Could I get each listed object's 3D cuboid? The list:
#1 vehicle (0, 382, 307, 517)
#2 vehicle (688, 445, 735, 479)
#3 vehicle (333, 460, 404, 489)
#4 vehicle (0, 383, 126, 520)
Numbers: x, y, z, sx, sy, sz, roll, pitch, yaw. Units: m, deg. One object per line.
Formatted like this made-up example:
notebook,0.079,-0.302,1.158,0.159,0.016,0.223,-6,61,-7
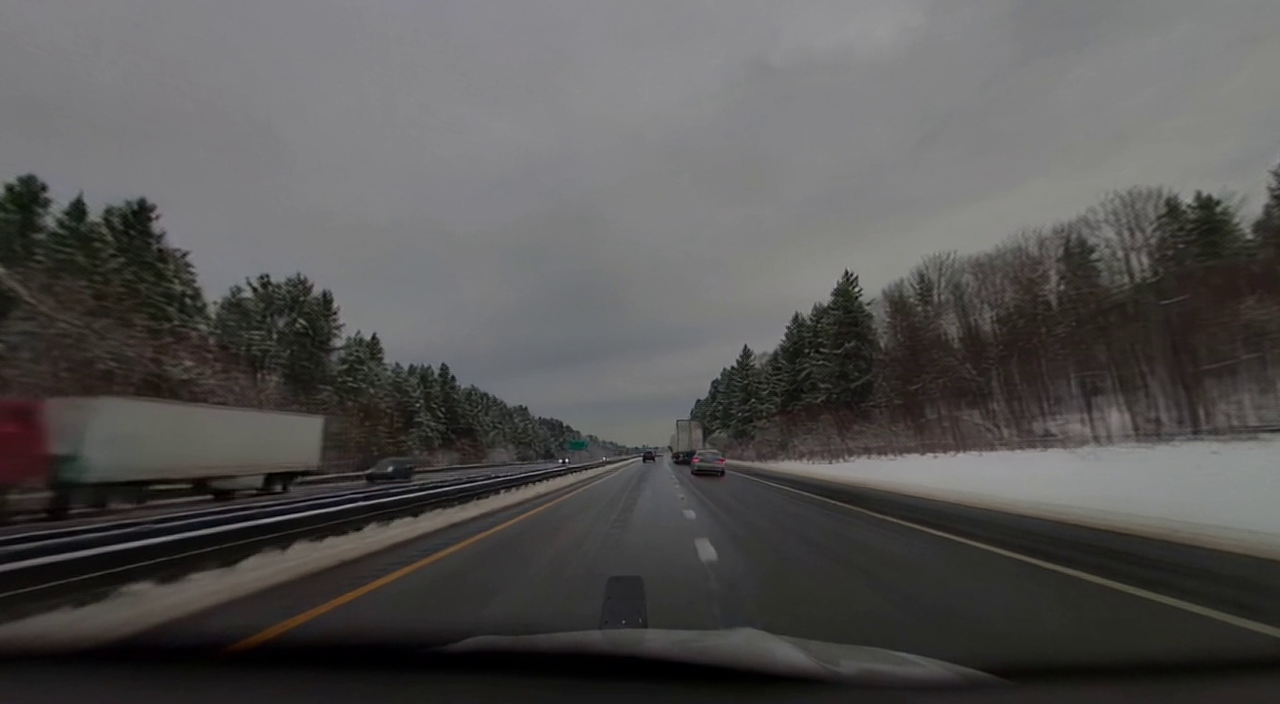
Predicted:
vehicle,-19.659,4.000,26.001,3.532,3.991,14.550,0,-9,2
vehicle,3.713,5.775,33.405,2.096,1.653,4.185,0,-9,1
vehicle,-15.268,6.895,35.696,1.858,1.474,4.390,0,-9,2
vehicle,-19.844,3.021,19.148,3.014,3.887,5.930,0,-9,2
